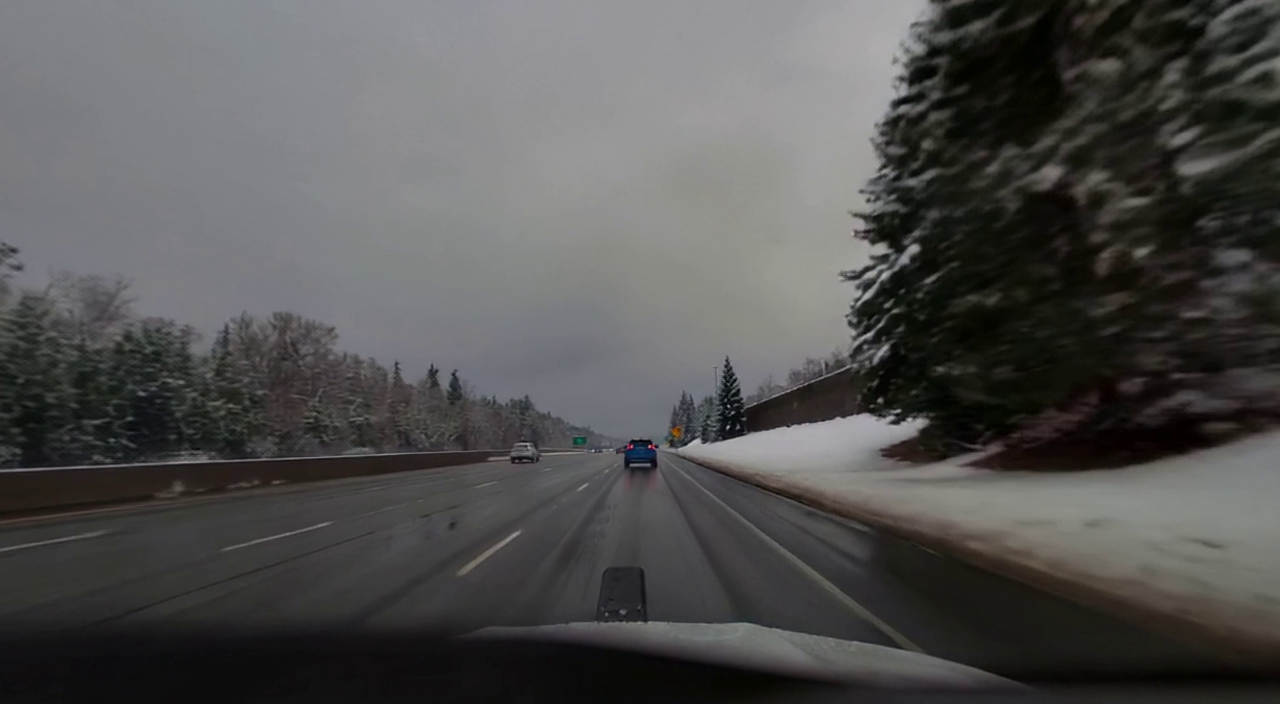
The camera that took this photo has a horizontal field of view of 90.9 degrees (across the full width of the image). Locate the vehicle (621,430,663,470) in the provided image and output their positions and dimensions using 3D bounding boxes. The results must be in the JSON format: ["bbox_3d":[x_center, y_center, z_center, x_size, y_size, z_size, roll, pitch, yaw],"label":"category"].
[{"bbox_3d":[0.112,5.753,37.122,2.318,2.145,4.561,0,-8,0],"label":"vehicle"}]

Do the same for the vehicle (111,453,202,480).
[{"bbox_3d":[-30.864,7.321,40.466,2.126,1.550,4.671,0,-8,1],"label":"vehicle"}]
